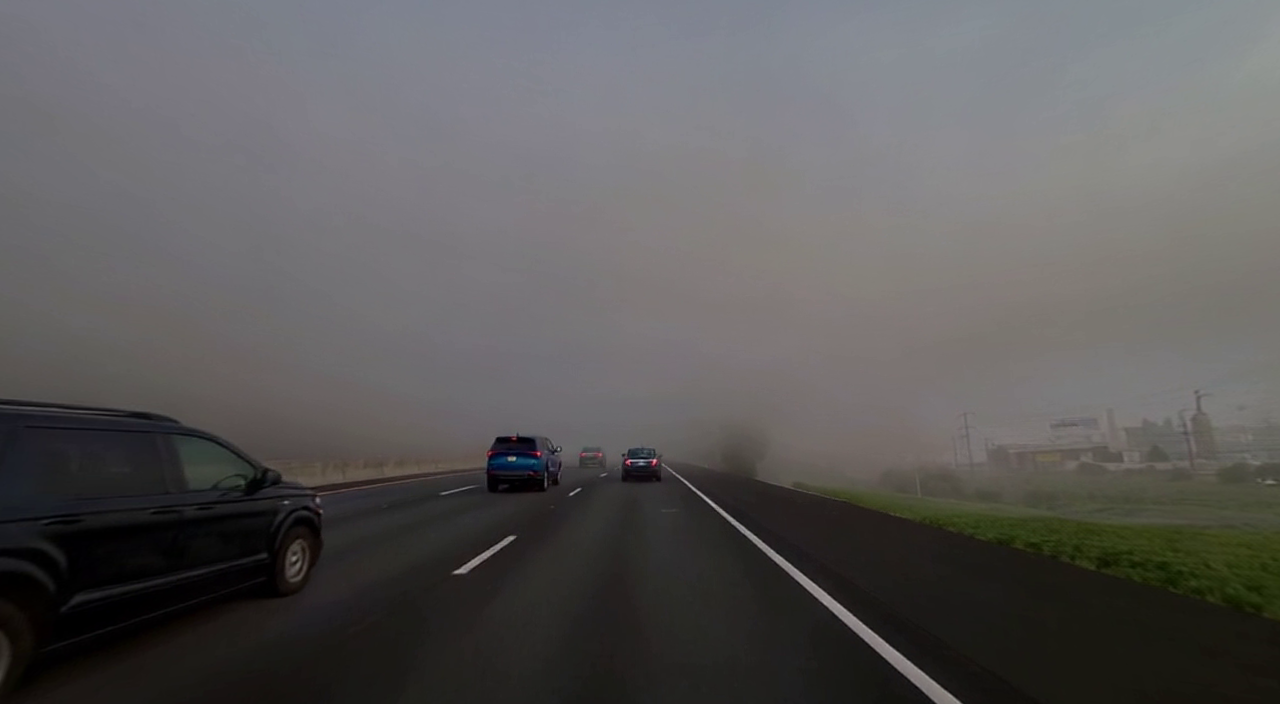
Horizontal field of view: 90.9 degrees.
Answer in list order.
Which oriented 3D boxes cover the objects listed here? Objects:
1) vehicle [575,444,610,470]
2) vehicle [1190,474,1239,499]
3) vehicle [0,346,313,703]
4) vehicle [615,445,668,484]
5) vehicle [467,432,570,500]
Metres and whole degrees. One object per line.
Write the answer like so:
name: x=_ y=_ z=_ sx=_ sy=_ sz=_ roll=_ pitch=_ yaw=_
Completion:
vehicle: x=-3.337 y=7.430 z=44.725 sx=1.993 sy=1.717 sz=4.321 roll=-1 pitch=-8 yaw=2
vehicle: x=39.780 y=9.249 z=43.642 sx=4.203 sy=1.418 sz=1.942 roll=8 pitch=-12 yaw=-42
vehicle: x=-4.236 y=0.938 z=3.281 sx=2.198 sy=1.848 sz=5.346 roll=0 pitch=-8 yaw=0
vehicle: x=0.058 y=4.668 z=26.526 sx=2.047 sy=1.473 sz=3.978 roll=0 pitch=-8 yaw=0
vehicle: x=-3.547 y=3.426 z=19.346 sx=2.133 sy=1.789 sz=4.518 roll=-1 pitch=-8 yaw=2
